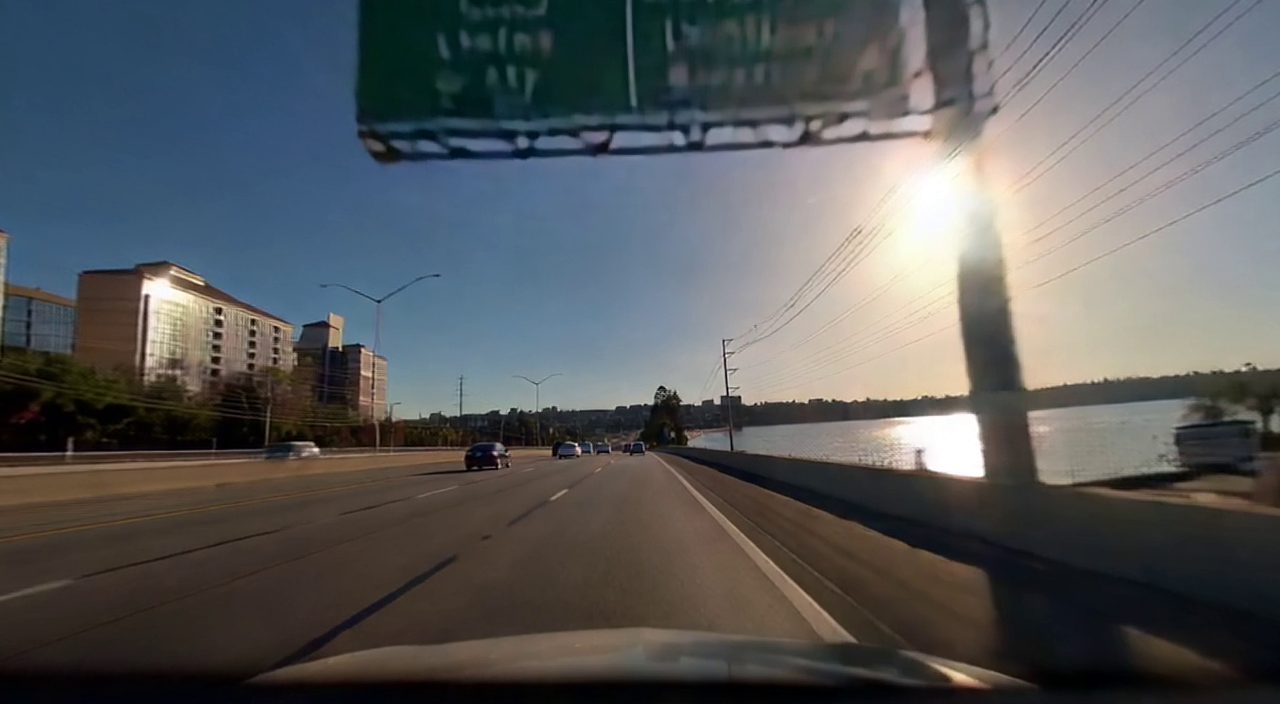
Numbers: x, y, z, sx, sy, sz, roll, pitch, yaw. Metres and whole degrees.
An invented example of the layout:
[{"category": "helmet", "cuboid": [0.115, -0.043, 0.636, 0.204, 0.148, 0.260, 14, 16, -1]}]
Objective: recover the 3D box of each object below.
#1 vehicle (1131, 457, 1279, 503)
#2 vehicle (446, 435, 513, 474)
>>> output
[{"category": "vehicle", "cuboid": [20.783, 4.594, 22.811, 4.457, 1.502, 1.850, 0, -8, -1]}, {"category": "vehicle", "cuboid": [-7.205, 4.640, 28.766, 1.946, 1.590, 4.042, 0, -8, 1]}]
